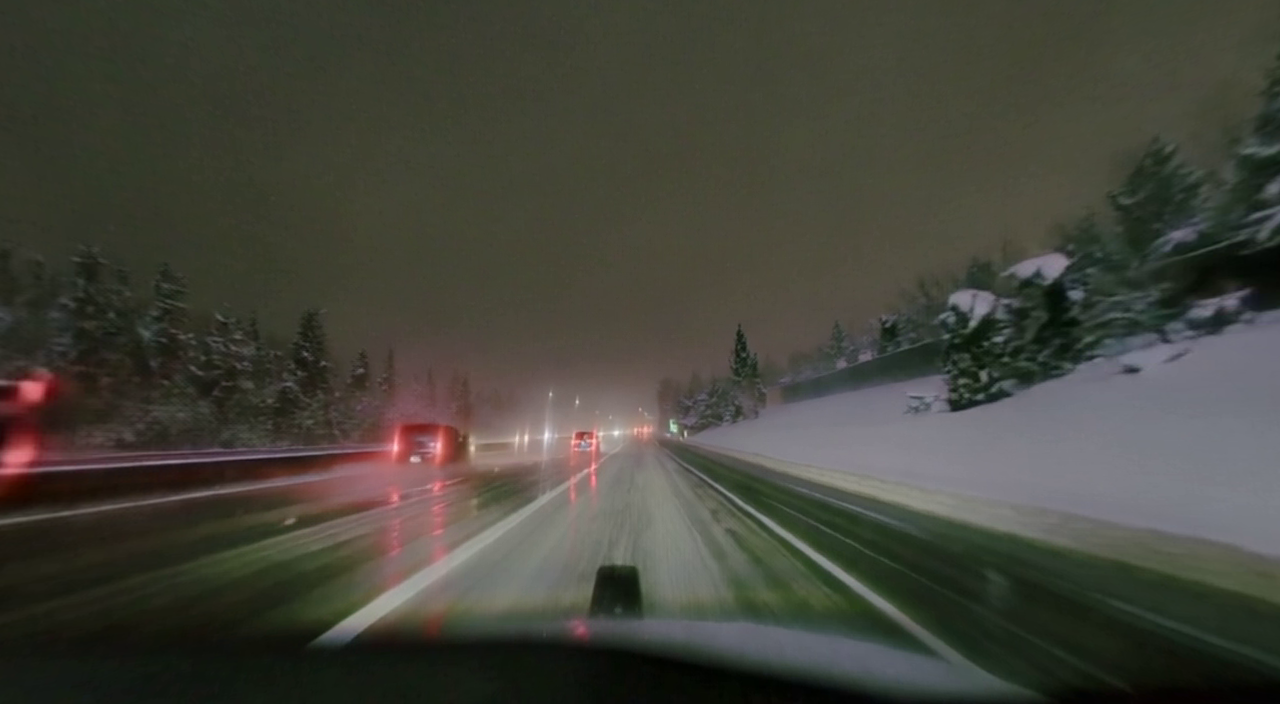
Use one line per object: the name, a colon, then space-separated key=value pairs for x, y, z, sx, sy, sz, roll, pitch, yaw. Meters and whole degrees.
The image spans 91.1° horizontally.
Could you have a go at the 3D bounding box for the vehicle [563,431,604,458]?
vehicle: x=-3.423 y=5.687 z=38.995 sx=2.064 sy=1.571 sz=4.225 roll=0 pitch=-8 yaw=1

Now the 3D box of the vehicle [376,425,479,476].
vehicle: x=-7.425 y=3.491 z=22.524 sx=2.113 sy=1.632 sz=4.409 roll=0 pitch=-8 yaw=1
